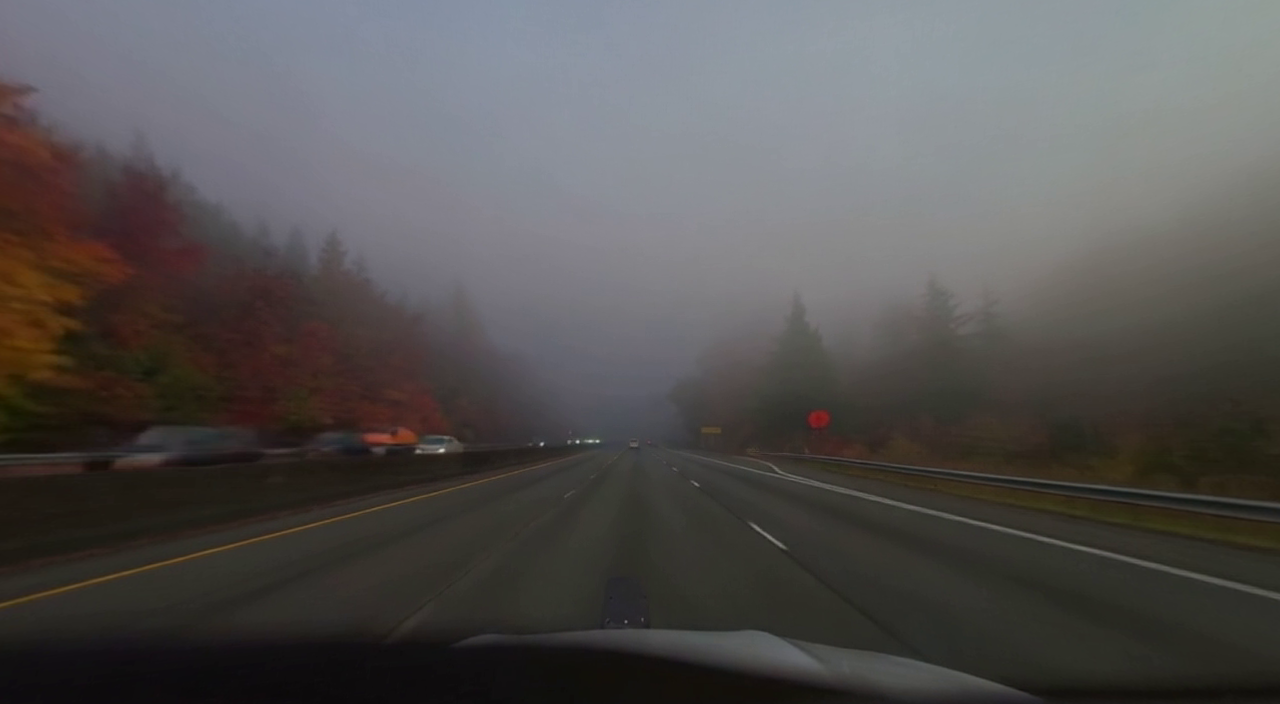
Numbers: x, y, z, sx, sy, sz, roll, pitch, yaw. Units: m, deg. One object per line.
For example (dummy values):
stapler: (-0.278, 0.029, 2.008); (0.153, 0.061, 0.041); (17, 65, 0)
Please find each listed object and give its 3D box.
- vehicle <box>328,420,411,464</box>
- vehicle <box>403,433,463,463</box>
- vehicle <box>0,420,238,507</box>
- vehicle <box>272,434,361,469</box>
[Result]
vehicle: (-15.030, 5.056, 35.323); (2.385, 2.253, 4.845); (0, -8, 1)
vehicle: (-11.521, 5.351, 35.254); (1.959, 1.551, 4.049); (0, -8, 0)
vehicle: (-11.365, 2.342, 13.707); (1.969, 1.544, 4.758); (0, -8, 1)
vehicle: (-14.995, 4.625, 29.434); (1.818, 1.470, 4.393); (0, -8, 0)
